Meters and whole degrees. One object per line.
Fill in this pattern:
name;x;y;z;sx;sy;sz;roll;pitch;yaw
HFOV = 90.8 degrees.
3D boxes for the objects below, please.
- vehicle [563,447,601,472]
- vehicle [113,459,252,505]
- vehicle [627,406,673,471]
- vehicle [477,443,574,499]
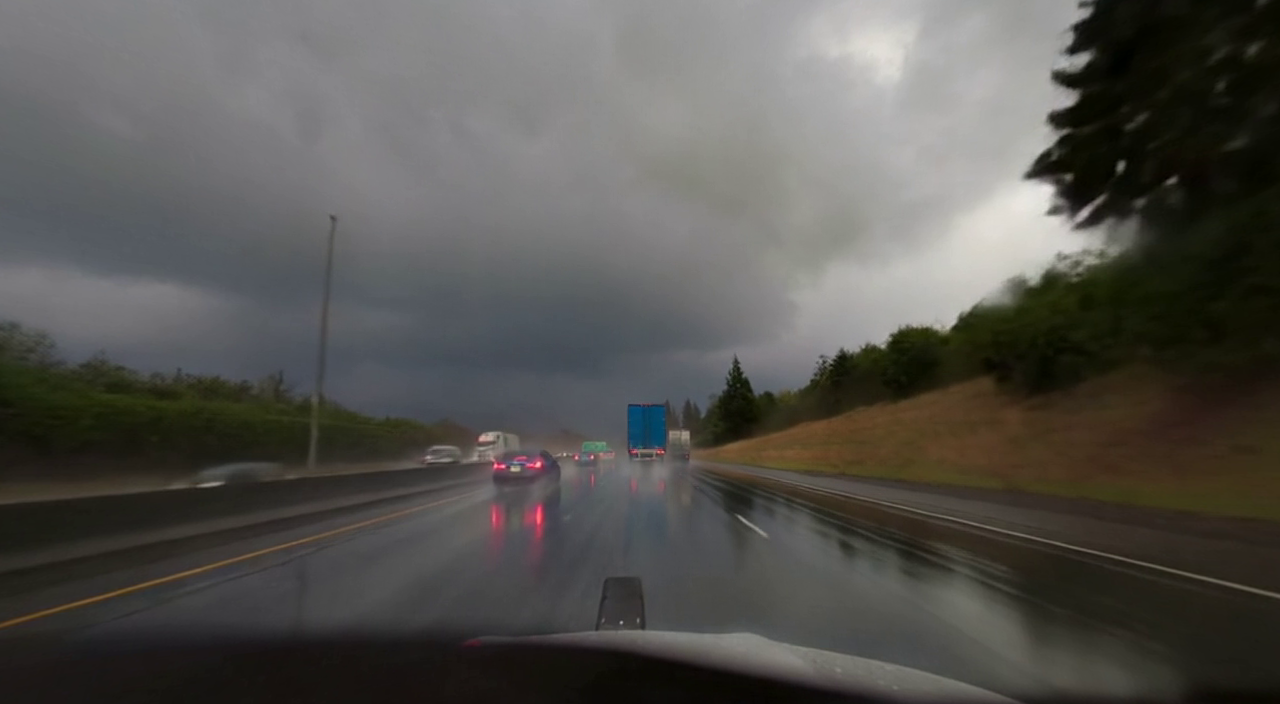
vehicle;-3.712;6.949;41.042;2.051;1.537;4.111;0;-9;0
vehicle;-17.028;4.826;23.823;1.833;1.480;4.549;0;-9;0
vehicle;0.601;6.242;45.194;2.919;4.048;11.010;0;-9;0
vehicle;-3.359;3.582;19.466;2.053;1.489;4.740;0;-9;1
